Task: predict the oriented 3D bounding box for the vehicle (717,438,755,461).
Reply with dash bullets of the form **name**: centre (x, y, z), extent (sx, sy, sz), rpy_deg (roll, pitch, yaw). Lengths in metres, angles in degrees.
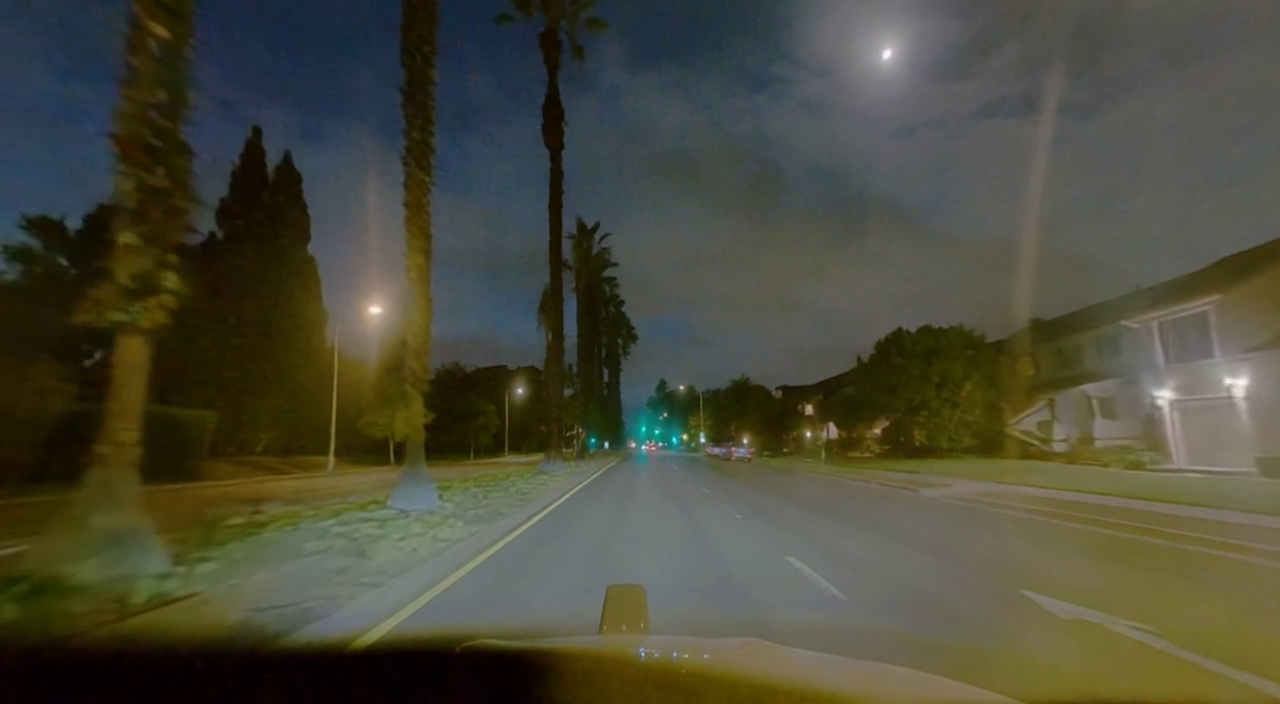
- **vehicle**: centre (7.200, 7.403, 47.776), extent (2.126, 1.639, 4.539), rpy_deg (0, -8, -1)
